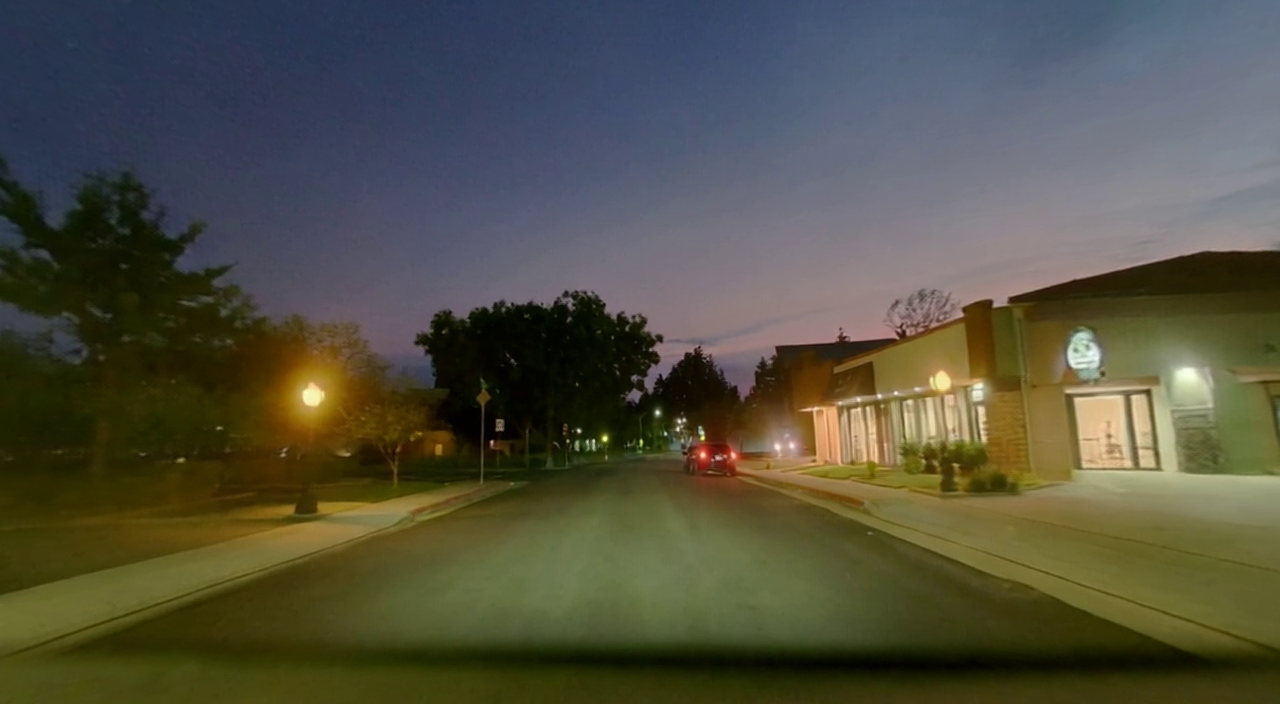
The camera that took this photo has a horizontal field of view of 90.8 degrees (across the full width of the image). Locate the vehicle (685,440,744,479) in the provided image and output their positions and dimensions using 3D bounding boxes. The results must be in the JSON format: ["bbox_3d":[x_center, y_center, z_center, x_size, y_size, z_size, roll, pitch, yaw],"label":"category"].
[{"bbox_3d":[3.127,4.619,27.419,2.064,1.532,4.596,0,-8,1],"label":"vehicle"}]
